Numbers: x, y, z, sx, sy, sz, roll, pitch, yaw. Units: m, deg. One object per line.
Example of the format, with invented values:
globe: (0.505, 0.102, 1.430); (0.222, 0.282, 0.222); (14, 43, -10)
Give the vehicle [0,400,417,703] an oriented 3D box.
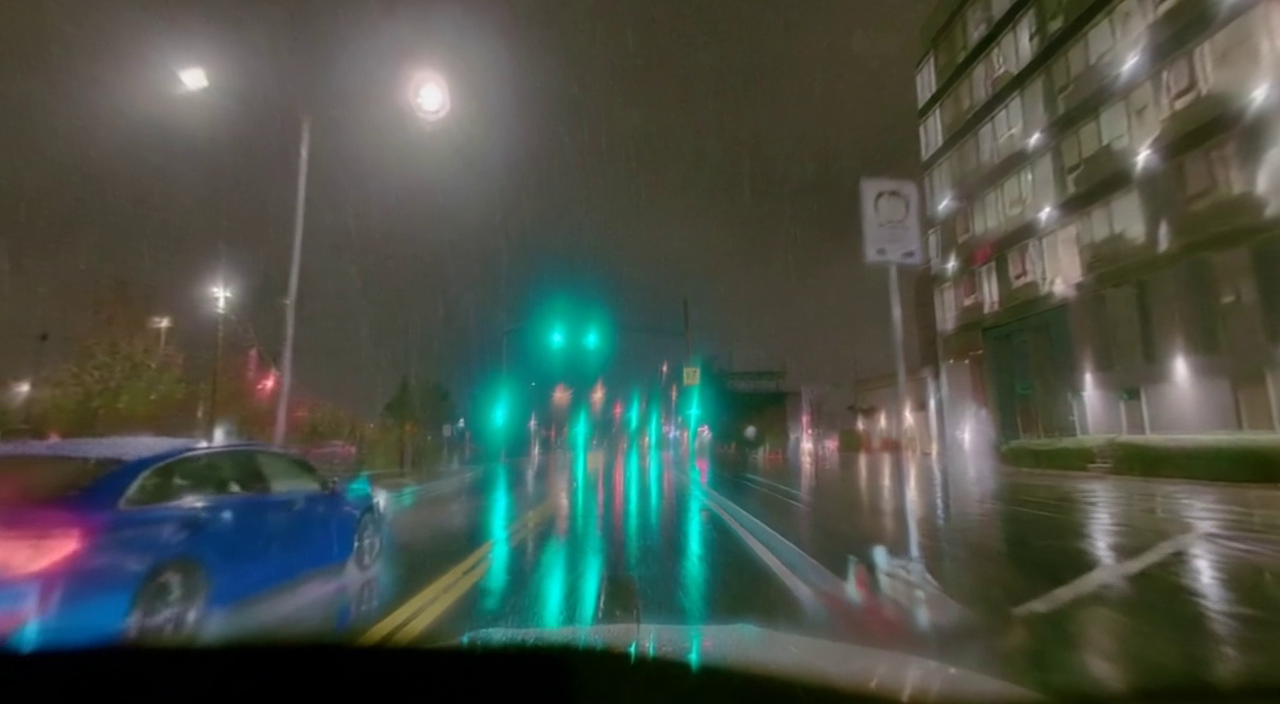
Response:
vehicle: (-3.349, 1.188, 4.399); (1.898, 1.407, 4.652); (0, -8, 0)
